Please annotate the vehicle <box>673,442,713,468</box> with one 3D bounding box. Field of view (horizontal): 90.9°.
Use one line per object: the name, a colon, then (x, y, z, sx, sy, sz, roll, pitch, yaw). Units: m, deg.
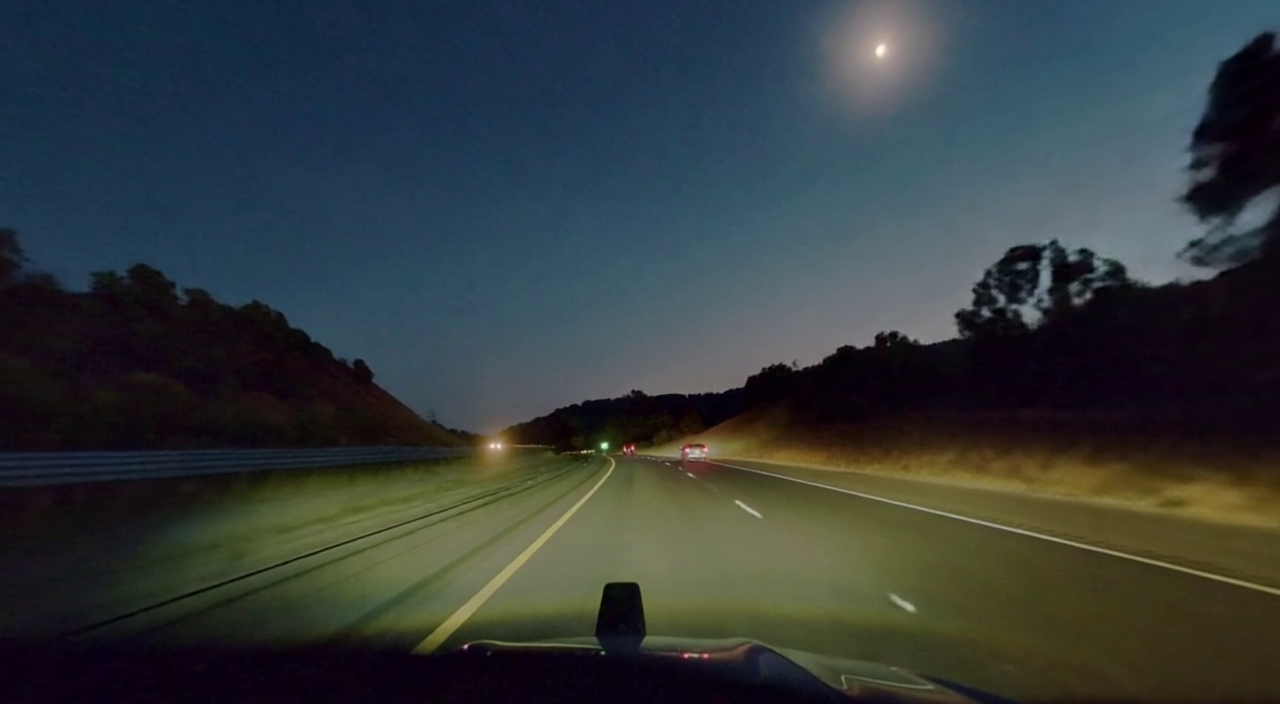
vehicle: (3.303, 6.551, 40.242, 1.960, 1.516, 4.657, 0, -8, -3)
